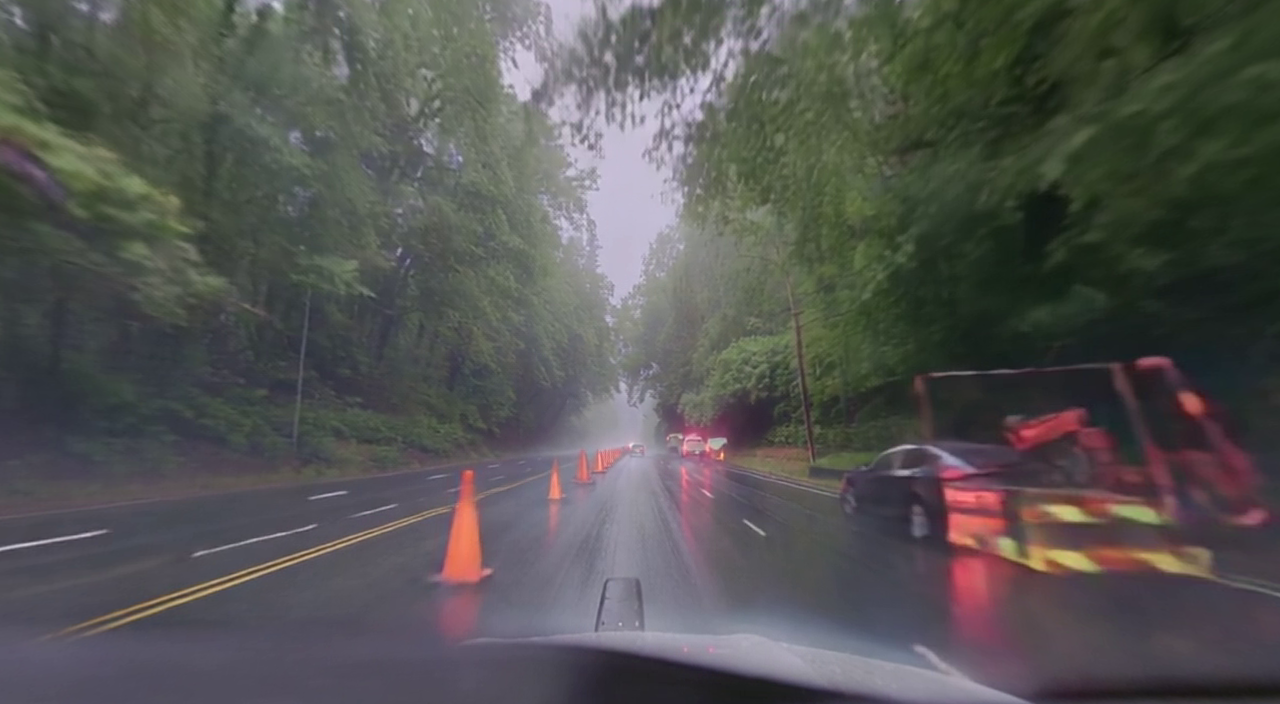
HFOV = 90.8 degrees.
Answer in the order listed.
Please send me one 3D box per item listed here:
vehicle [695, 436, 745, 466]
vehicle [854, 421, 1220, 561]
[{"bbox_3d":[5.647,7.105,45.537,2.294,1.949,6.246,1,-8,-5],"label":"vehicle"},{"bbox_3d":[5.719,2.080,10.463,2.324,1.655,5.738,0,-8,0],"label":"vehicle"}]
